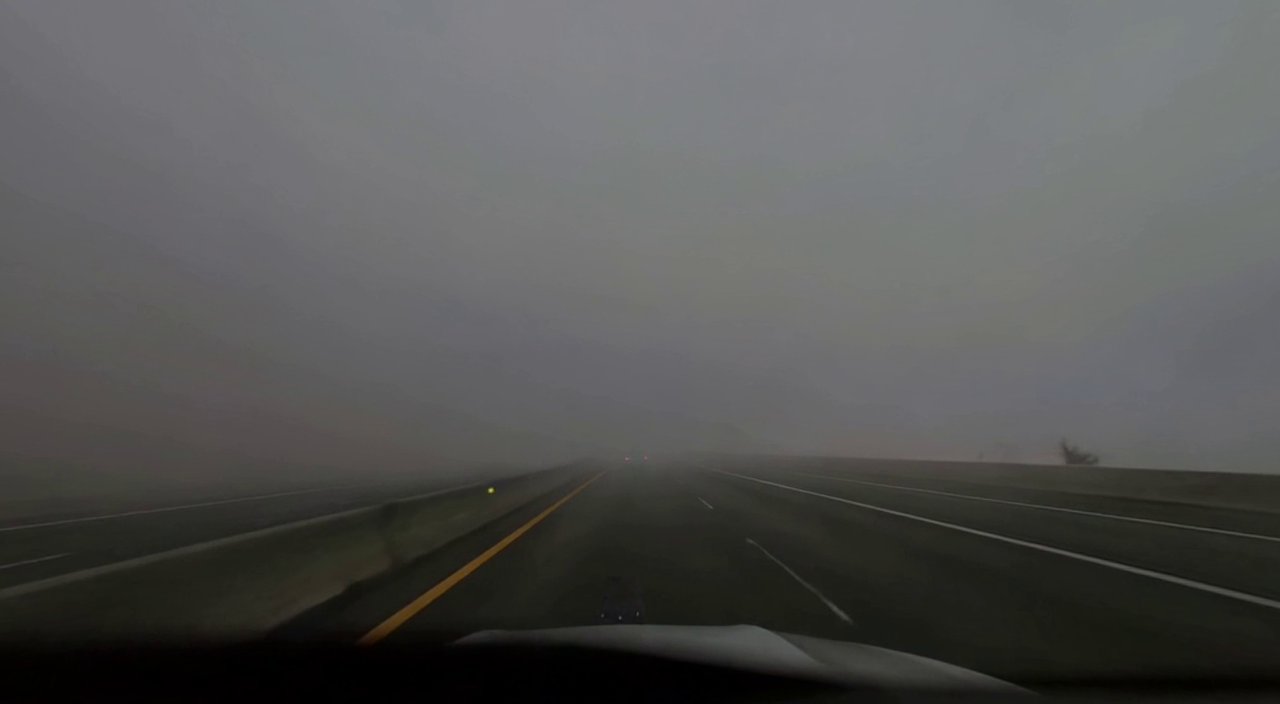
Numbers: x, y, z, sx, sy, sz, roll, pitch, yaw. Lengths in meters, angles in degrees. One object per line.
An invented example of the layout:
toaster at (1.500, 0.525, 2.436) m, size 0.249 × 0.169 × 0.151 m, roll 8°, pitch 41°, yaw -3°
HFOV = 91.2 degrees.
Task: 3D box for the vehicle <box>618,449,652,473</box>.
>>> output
vehicle at (-0.362, 7.107, 41.196) m, size 2.083 × 1.473 × 3.923 m, roll 0°, pitch -9°, yaw -1°
